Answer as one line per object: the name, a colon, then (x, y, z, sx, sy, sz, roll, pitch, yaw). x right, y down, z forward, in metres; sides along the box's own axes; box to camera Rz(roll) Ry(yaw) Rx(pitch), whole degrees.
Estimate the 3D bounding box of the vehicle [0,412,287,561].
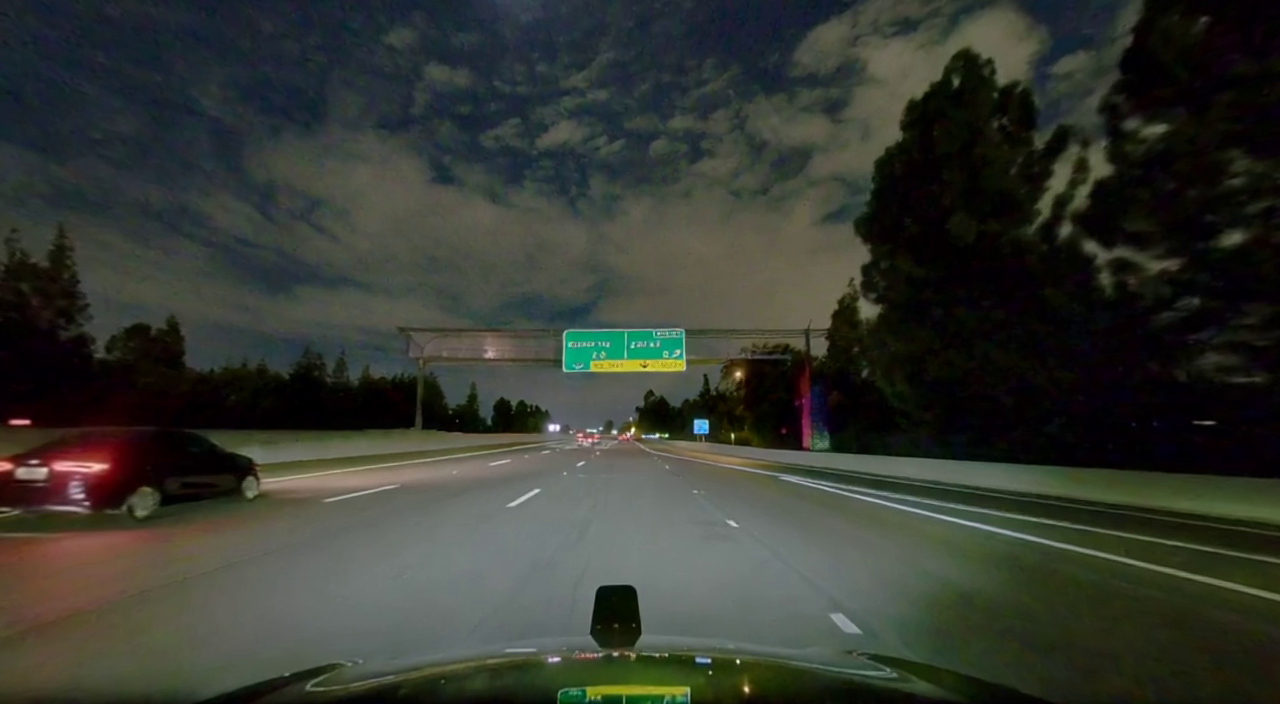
vehicle: (-7.792, 1.775, 9.356, 2.092, 1.574, 5.251, 0, -7, -1)
